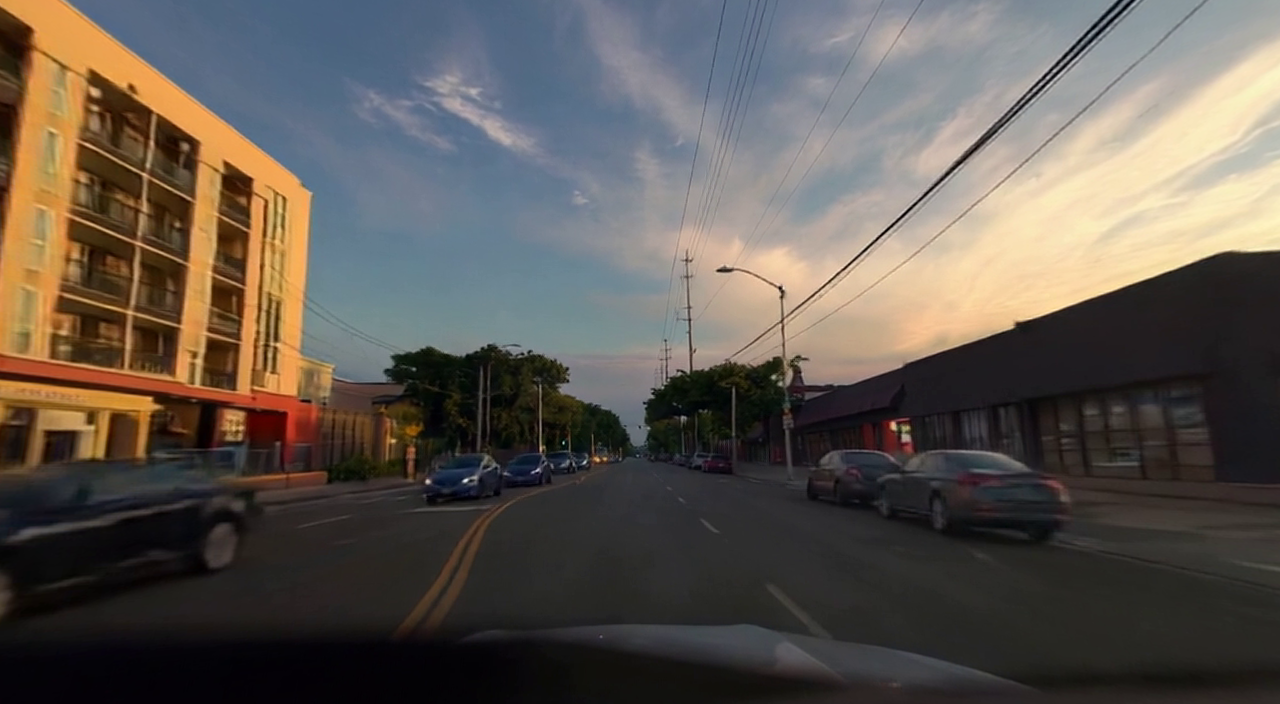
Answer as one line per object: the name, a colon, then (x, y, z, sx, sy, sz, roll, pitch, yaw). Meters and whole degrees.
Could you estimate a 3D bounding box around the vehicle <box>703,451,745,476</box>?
vehicle: (5.789, 7.711, 43.908, 2.054, 1.525, 4.258, 0, -8, -4)

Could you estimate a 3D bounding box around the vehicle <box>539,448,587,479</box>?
vehicle: (-4.465, 6.533, 37.334, 2.145, 1.653, 4.421, -1, -8, 2)

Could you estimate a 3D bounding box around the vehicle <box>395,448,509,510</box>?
vehicle: (-5.251, 3.572, 18.252, 1.949, 1.533, 3.864, -1, -8, 2)

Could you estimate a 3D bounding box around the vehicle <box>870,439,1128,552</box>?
vehicle: (5.868, 2.344, 11.148, 1.957, 1.572, 4.418, 0, -8, 0)

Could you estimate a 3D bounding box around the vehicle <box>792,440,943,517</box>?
vehicle: (5.792, 3.248, 16.925, 2.138, 1.715, 4.886, 0, -8, -1)

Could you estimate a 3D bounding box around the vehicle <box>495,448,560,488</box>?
vehicle: (-4.973, 5.157, 28.468, 1.950, 1.636, 4.253, -1, -8, 3)

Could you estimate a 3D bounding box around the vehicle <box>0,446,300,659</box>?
vehicle: (-5.535, 1.672, 6.104, 2.052, 1.481, 4.248, 0, -8, 1)
